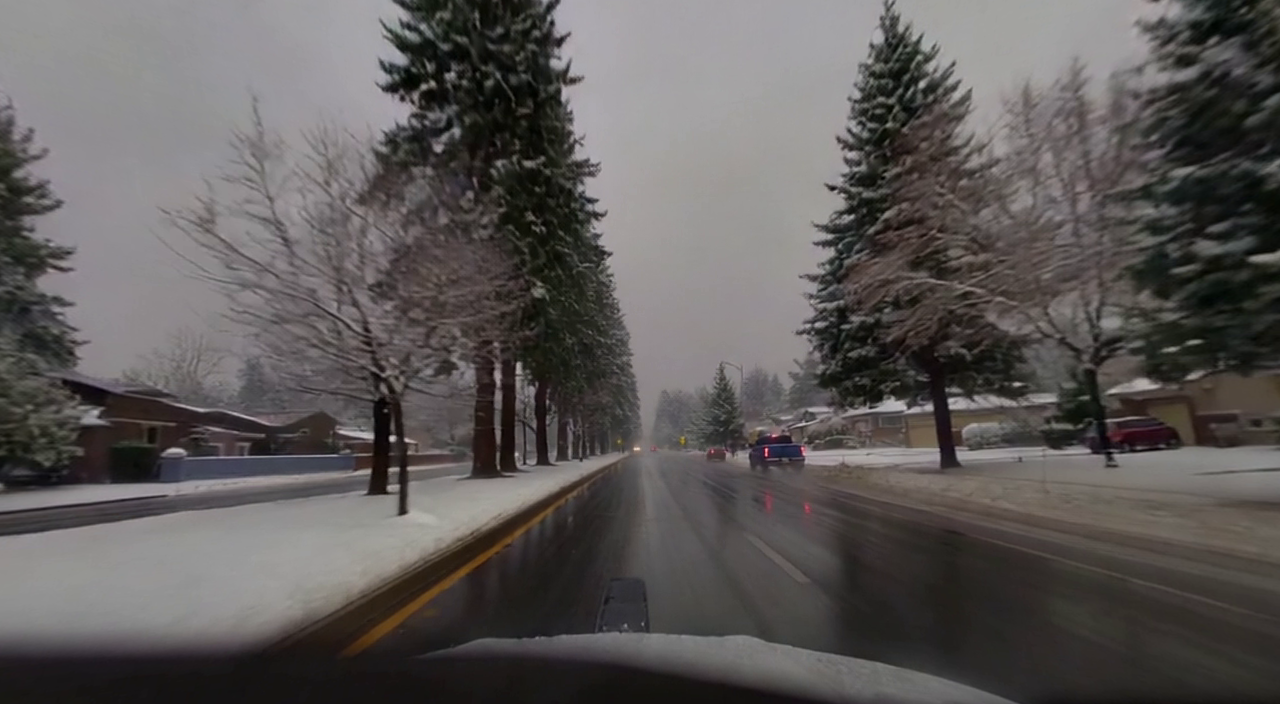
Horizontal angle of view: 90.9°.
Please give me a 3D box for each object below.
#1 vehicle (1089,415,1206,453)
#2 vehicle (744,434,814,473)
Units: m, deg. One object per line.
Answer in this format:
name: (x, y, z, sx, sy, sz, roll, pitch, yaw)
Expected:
vehicle: (25.696, 4.237, 32.182, 1.991, 1.759, 4.963, 0, -9, 3)
vehicle: (6.890, 5.099, 31.921, 2.262, 1.769, 5.666, 0, -8, 0)
